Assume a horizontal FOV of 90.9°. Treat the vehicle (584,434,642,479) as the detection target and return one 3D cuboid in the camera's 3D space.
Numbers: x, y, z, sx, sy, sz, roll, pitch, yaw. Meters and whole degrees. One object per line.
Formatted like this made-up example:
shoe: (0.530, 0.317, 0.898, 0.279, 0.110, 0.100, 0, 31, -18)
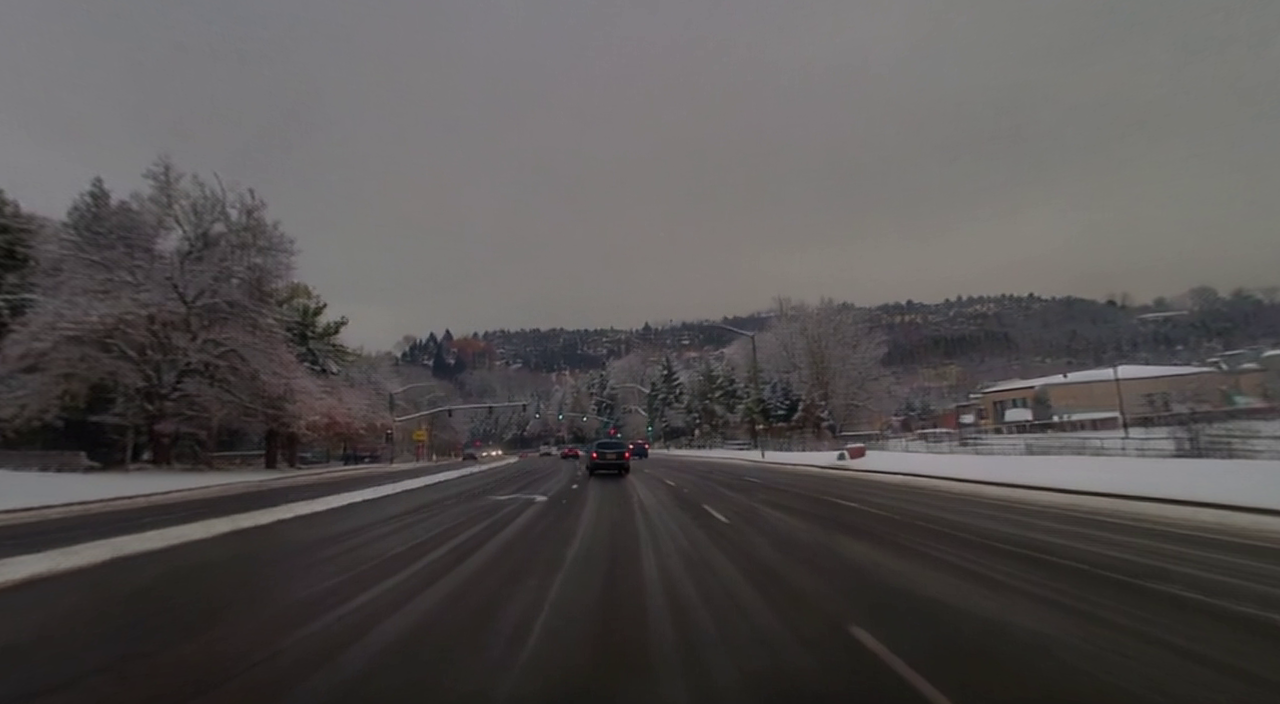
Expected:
vehicle: (-1.244, 4.478, 27.228, 2.253, 1.756, 4.313, 1, -8, -6)
